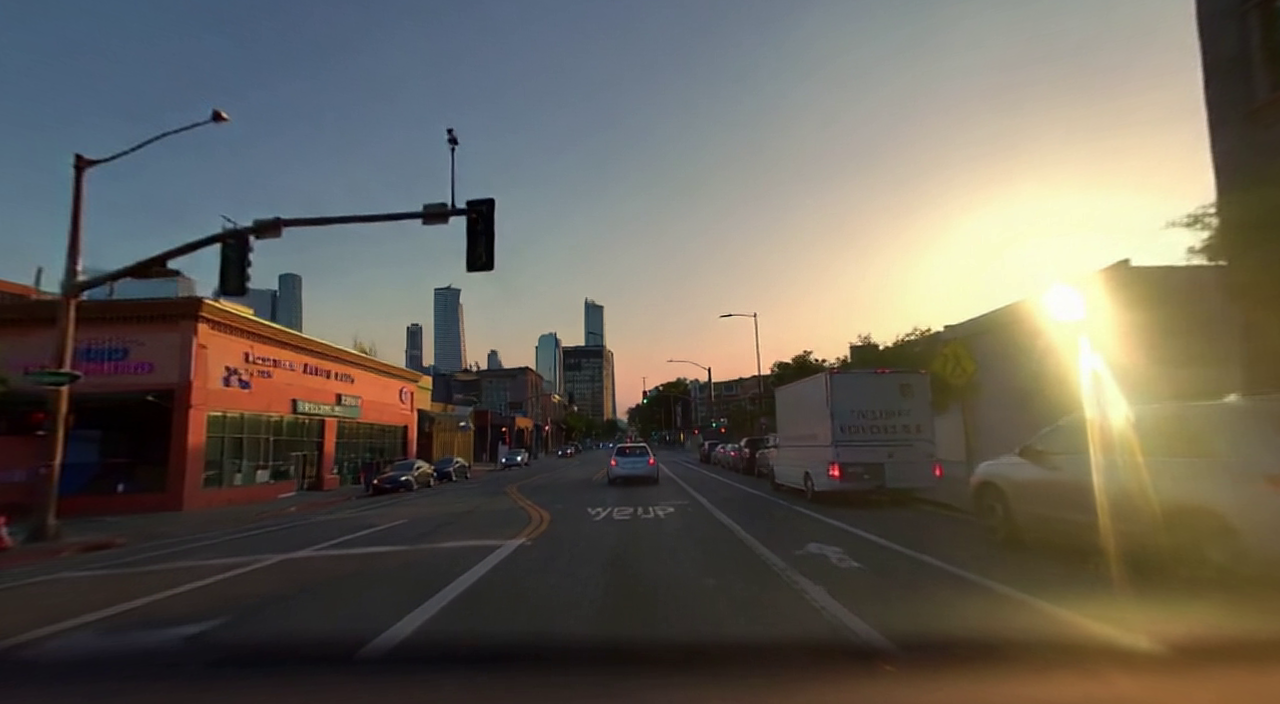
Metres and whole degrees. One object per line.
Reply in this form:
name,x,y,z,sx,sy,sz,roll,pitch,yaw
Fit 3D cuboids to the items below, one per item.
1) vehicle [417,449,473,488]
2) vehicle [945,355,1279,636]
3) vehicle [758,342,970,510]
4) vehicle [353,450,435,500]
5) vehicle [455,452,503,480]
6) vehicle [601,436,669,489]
vehicle,-11.420,6.813,37.348,1.872,1.731,4.656,-4,-6,-2
vehicle,5.587,1.235,6.043,2.367,1.917,5.810,0,-8,-1
vehicle,5.424,2.081,17.130,2.893,3.553,7.295,0,-8,-1
vehicle,-11.303,5.644,29.410,2.055,1.685,4.370,-6,-6,-1
vehicle,-11.135,7.882,43.947,1.920,1.498,4.591,-5,-6,2
vehicle,-0.171,3.715,21.578,2.086,1.575,4.205,0,-8,0
